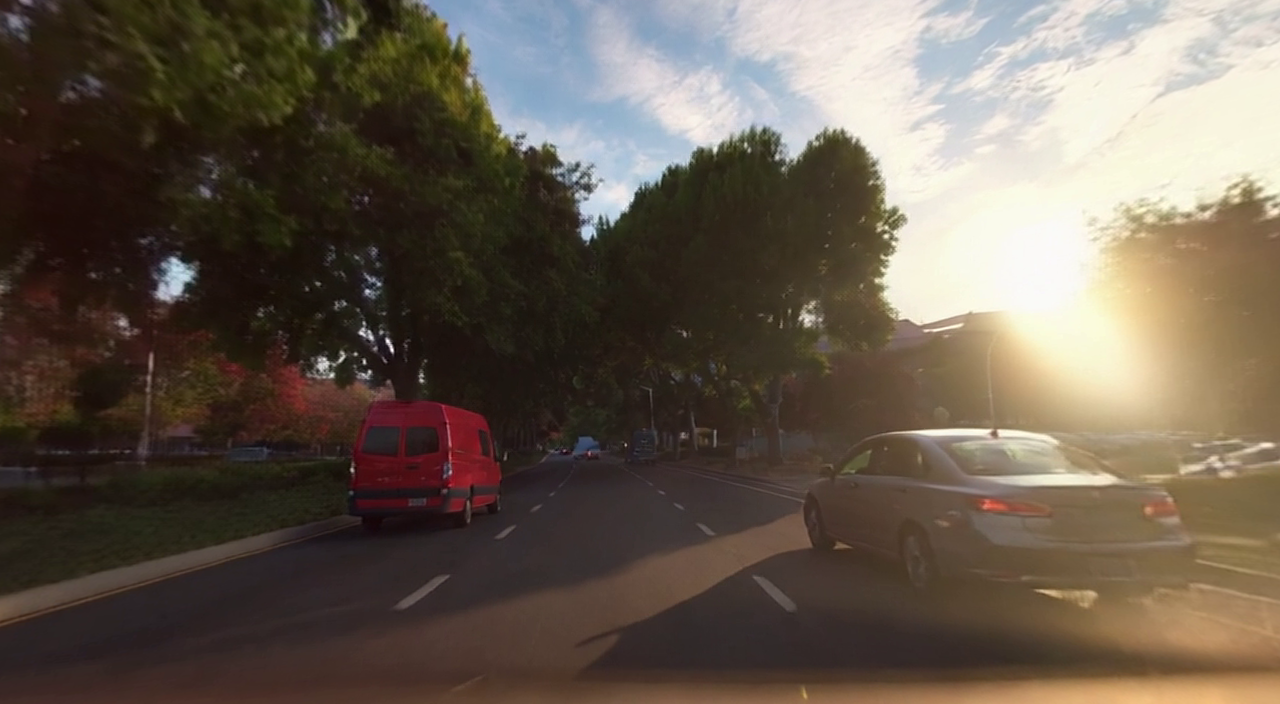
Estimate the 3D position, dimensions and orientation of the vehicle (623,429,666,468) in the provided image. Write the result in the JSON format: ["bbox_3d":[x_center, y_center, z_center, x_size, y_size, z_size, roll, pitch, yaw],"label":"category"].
[{"bbox_3d":[0.219,6.839,44.738,2.397,2.566,5.324,1,-9,-6],"label":"vehicle"}]

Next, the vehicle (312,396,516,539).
[{"bbox_3d":[-3.982,2.143,12.250,2.420,2.227,4.499,0,-9,-2],"label":"vehicle"}]

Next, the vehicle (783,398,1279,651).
[{"bbox_3d":[3.172,1.489,6.586,2.087,1.658,4.612,0,-9,-2],"label":"vehicle"}]
